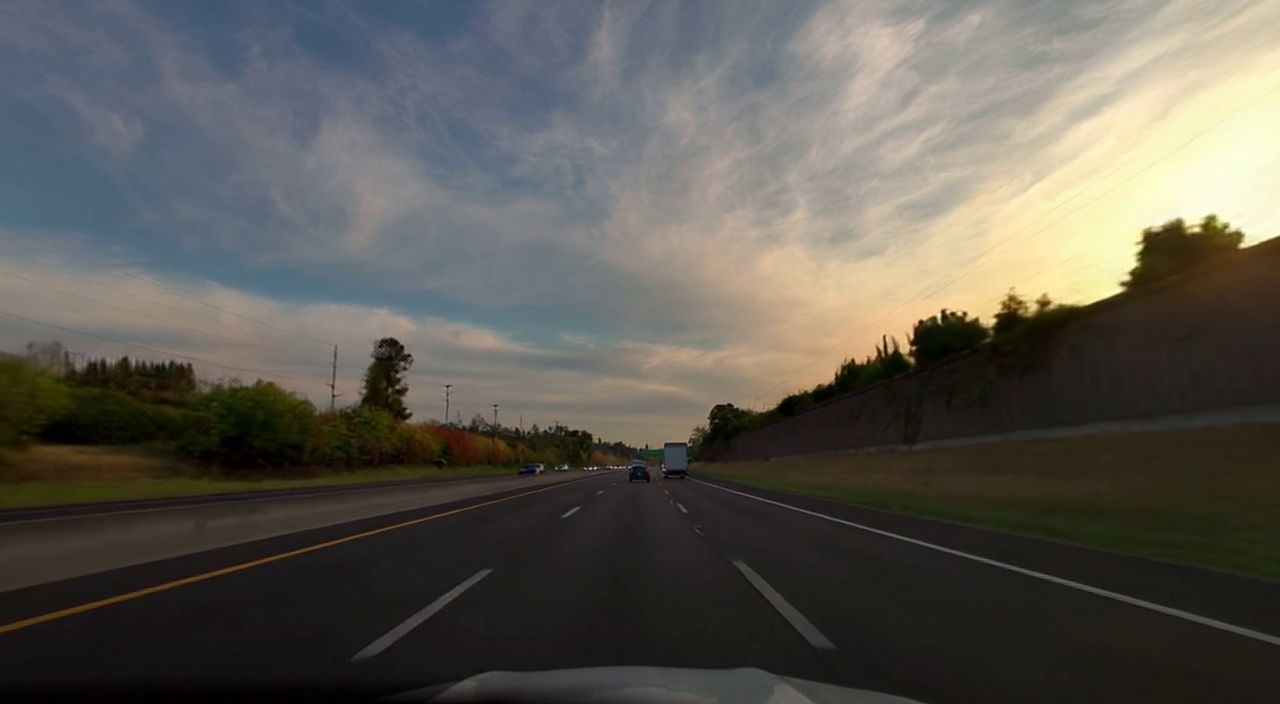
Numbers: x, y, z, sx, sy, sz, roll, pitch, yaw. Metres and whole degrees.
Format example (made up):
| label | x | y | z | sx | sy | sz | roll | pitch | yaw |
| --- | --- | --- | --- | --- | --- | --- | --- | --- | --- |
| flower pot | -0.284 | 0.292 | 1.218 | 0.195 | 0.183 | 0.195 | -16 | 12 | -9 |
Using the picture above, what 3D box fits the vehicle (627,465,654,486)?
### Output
| label | x | y | z | sx | sy | sz | roll | pitch | yaw |
| --- | --- | --- | --- | --- | --- | --- | --- | --- | --- |
| vehicle | 0.028 | 9.429 | 48.156 | 2.015 | 1.478 | 3.920 | 1 | -10 | 0 |
